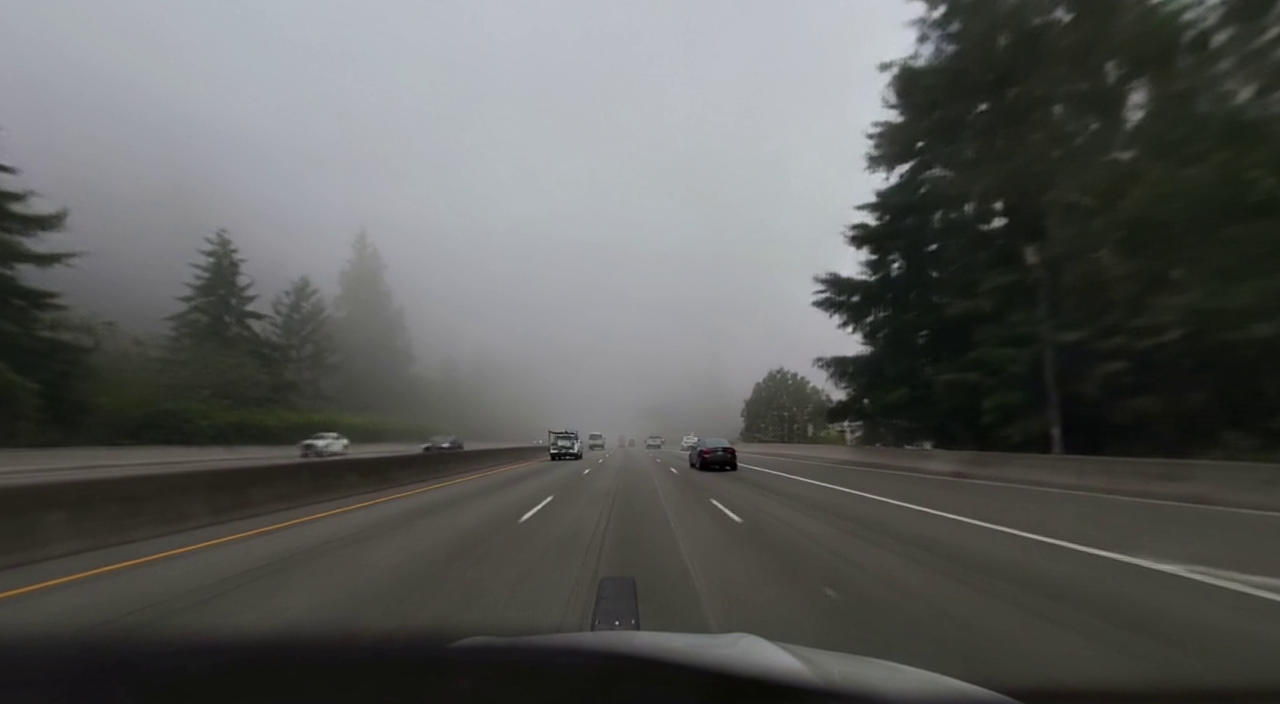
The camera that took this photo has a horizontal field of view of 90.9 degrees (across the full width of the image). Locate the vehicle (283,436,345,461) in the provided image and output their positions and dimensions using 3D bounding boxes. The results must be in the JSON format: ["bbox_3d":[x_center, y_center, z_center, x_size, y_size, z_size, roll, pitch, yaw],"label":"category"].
[{"bbox_3d":[-20.302,5.987,39.410,1.736,1.445,4.060,0,-8,-1],"label":"vehicle"}]

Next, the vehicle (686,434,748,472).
[{"bbox_3d":[3.130,4.176,26.370,1.990,1.480,3.865,1,-8,-2],"label":"vehicle"}]

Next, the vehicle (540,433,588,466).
[{"bbox_3d":[-3.982,5.162,33.772,2.011,1.614,4.808,0,-8,-1],"label":"vehicle"}]

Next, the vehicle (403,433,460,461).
[{"bbox_3d":[-12.438,5.674,37.909,1.949,1.518,4.611,0,-8,-1],"label":"vehicle"}]
